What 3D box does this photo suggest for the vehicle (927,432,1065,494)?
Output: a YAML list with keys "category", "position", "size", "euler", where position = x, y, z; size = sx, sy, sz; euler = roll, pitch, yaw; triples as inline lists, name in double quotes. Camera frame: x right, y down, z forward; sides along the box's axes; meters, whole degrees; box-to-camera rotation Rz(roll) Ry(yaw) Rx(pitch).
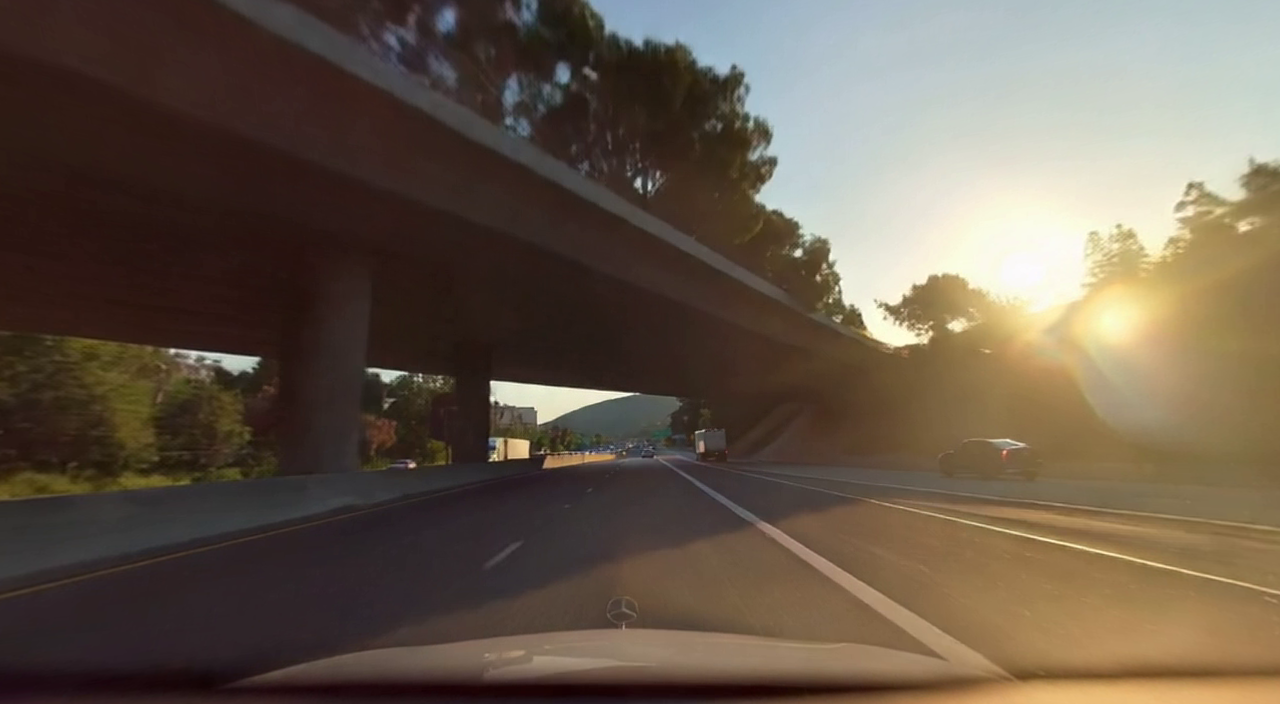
- category: "vehicle"
  position: [11.455, 3.579, 20.623]
  size: [2.038, 1.823, 3.744]
  euler: [1, -9, -5]
